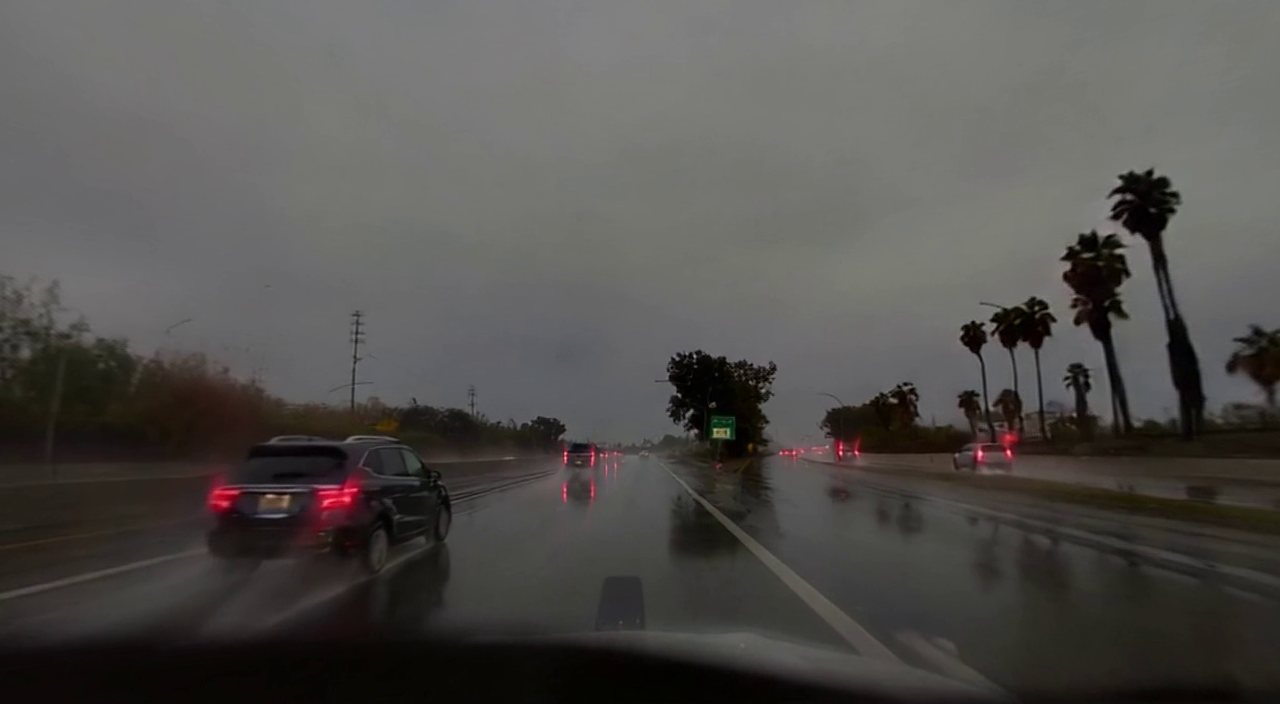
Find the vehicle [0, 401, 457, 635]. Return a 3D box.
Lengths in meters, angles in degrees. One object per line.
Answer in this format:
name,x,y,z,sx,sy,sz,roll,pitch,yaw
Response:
vehicle,-3.928,1.626,7.224,2.162,1.747,4.791,0,-9,1

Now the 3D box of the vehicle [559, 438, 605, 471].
vehicle,-3.662,6.618,40.786,2.420,1.937,5.916,0,-9,0

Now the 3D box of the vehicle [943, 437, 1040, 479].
vehicle,16.236,4.917,29.422,1.991,1.755,4.836,-1,-9,4
